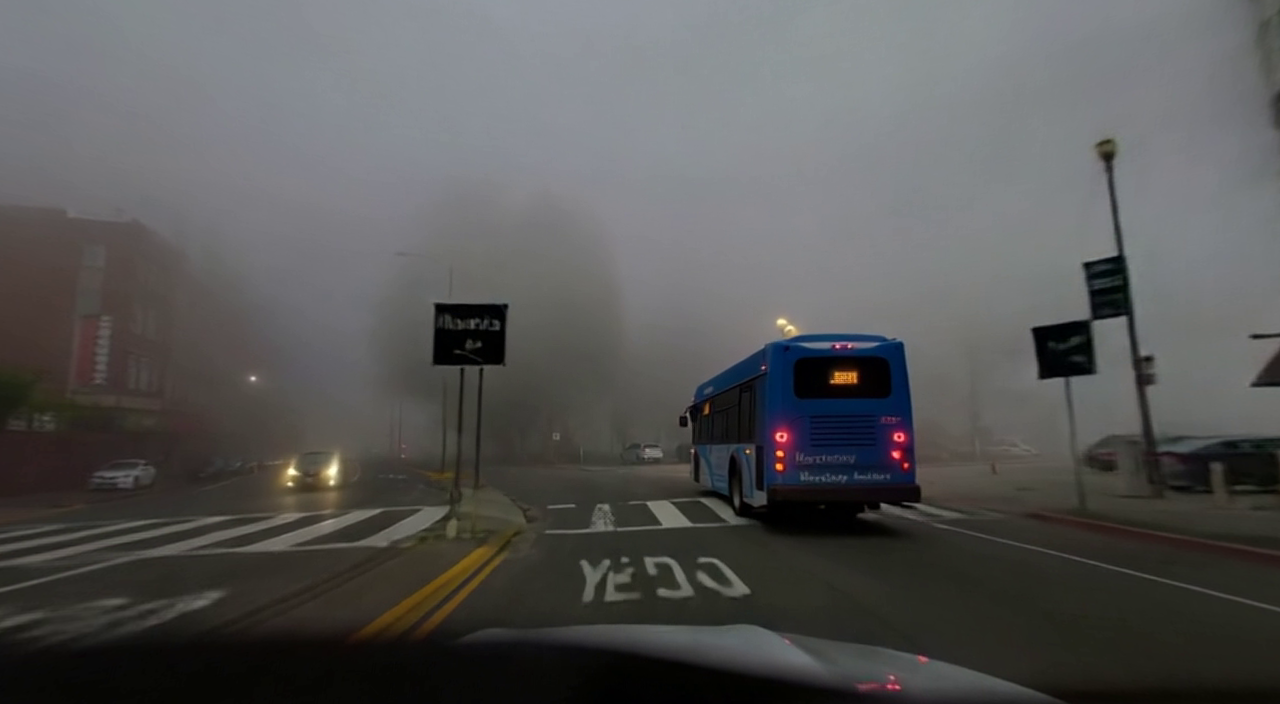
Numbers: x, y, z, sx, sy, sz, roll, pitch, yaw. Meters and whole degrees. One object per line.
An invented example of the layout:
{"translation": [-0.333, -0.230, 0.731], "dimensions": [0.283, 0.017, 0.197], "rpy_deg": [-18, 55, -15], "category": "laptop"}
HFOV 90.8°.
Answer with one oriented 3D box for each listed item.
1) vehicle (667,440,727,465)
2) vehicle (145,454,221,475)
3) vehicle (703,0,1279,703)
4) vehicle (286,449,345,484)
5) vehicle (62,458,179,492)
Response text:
{"translation": [4.042, 7.100, 44.556], "dimensions": [3.786, 1.505, 1.991], "rpy_deg": [-6, -9, 18], "category": "vehicle"}
{"translation": [-35.431, 8.718, 48.976], "dimensions": [4.592, 1.474, 1.880], "rpy_deg": [7, -10, -37], "category": "vehicle"}
{"translation": [2.881, 0.268, 3.506], "dimensions": [3.194, 3.345, 12.428], "rpy_deg": [1, -8, -3], "category": "vehicle"}
{"translation": [-15.501, 5.440, 30.390], "dimensions": [1.944, 1.505, 3.944], "rpy_deg": [3, -9, -19], "category": "vehicle"}
{"translation": [-26.286, 6.211, 32.110], "dimensions": [4.384, 1.500, 1.864], "rpy_deg": [7, -11, -39], "category": "vehicle"}
